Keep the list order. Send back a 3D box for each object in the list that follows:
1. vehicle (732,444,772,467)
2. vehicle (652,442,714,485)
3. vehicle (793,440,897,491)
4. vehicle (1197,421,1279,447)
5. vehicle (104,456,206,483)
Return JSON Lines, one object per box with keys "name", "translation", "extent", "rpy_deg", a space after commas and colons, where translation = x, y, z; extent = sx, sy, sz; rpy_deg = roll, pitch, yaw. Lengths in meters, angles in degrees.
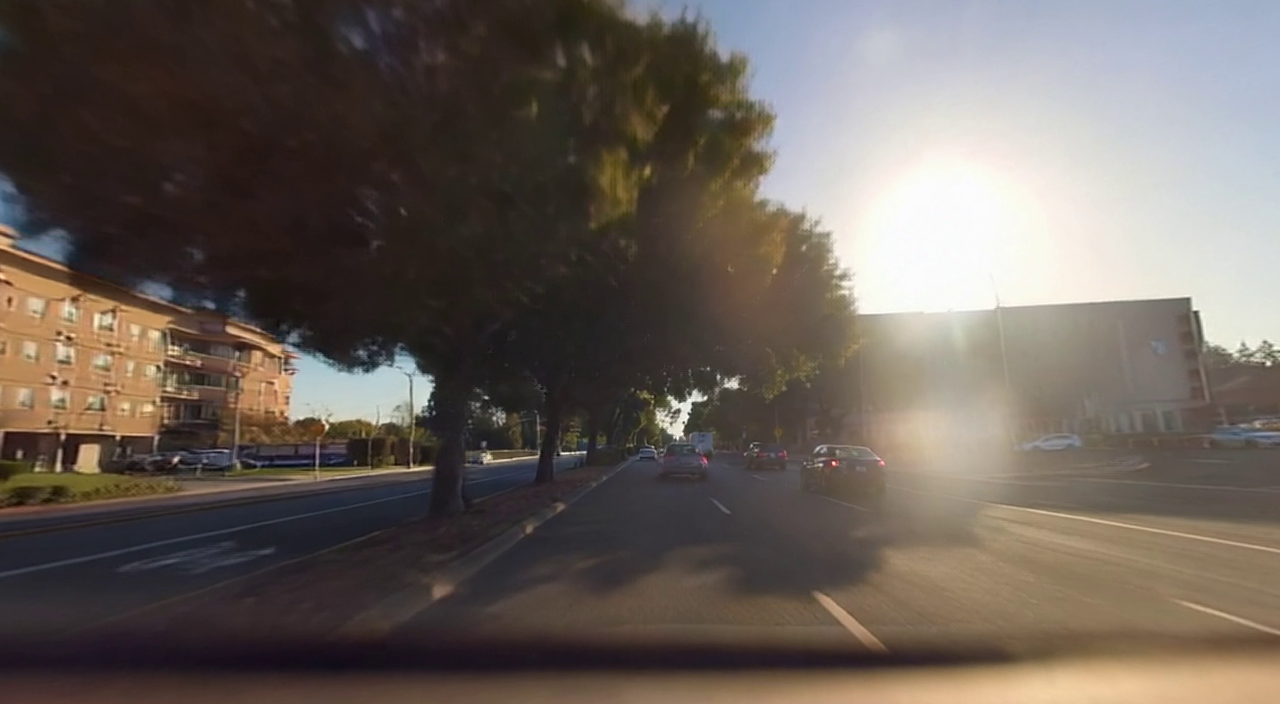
{"name": "vehicle", "translation": [7.555, 7.025, 42.723], "extent": [1.930, 1.479, 4.477], "rpy_deg": [0, -8, 1]}
{"name": "vehicle", "translation": [1.550, 4.255, 24.337], "extent": [1.971, 1.479, 4.493], "rpy_deg": [0, -8, -2]}
{"name": "vehicle", "translation": [6.614, 3.702, 20.813], "extent": [1.918, 1.484, 4.456], "rpy_deg": [0, -8, 0]}
{"name": "vehicle", "translation": [46.352, 6.359, 48.396], "extent": [2.078, 1.893, 5.228], "rpy_deg": [0, -8, 1]}
{"name": "vehicle", "translation": [-29.054, 7.001, 37.655], "extent": [4.510, 1.504, 2.005], "rpy_deg": [-1, -8, 3]}
